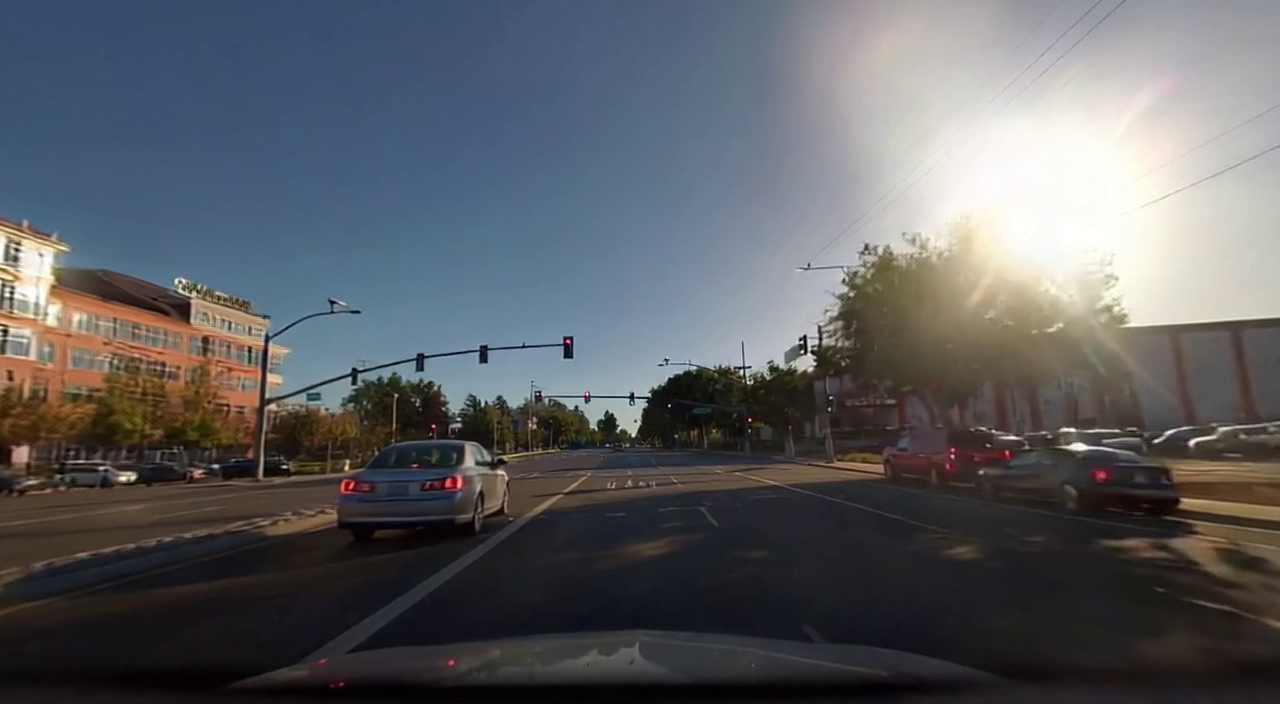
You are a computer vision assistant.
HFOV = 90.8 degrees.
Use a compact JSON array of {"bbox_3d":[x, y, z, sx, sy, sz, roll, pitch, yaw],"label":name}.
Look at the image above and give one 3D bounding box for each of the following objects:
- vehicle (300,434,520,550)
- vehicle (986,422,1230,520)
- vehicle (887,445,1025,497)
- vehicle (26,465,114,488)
[{"bbox_3d":[-3.372,2.120,10.269,2.185,1.473,3.925,0,-8,-2],"label":"vehicle"},{"bbox_3d":[10.337,2.646,14.586,1.998,1.862,4.658,0,-8,0],"label":"vehicle"},{"bbox_3d":[10.152,3.812,20.826,1.987,1.487,4.753,0,-8,-2],"label":"vehicle"},{"bbox_3d":[-41.178,8.989,45.711,4.468,1.458,1.985,0,-8,1],"label":"vehicle"}]
